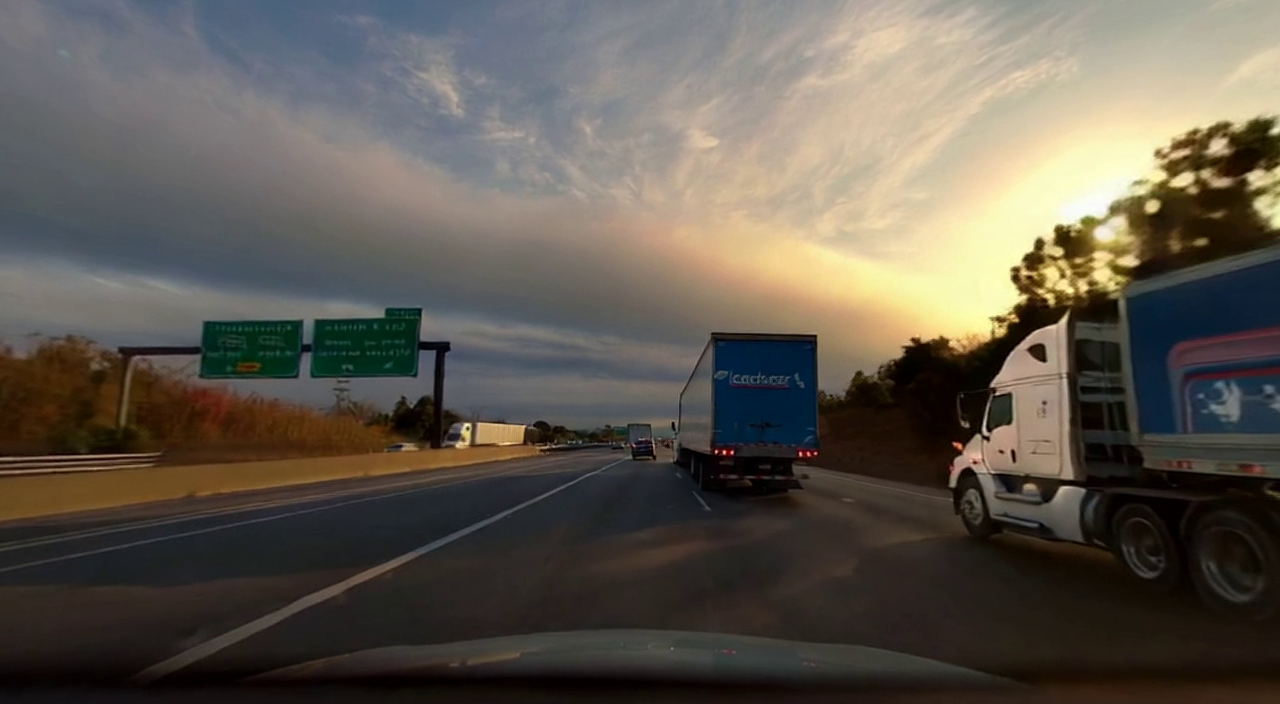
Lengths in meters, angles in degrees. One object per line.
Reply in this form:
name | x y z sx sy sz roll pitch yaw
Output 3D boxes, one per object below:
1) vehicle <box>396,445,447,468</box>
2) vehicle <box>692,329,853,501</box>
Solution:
vehicle | -16.398 7.821 47.362 1.980 1.538 4.622 -1 -8 3
vehicle | 3.369 2.070 19.166 2.920 3.860 10.035 0 -8 1
